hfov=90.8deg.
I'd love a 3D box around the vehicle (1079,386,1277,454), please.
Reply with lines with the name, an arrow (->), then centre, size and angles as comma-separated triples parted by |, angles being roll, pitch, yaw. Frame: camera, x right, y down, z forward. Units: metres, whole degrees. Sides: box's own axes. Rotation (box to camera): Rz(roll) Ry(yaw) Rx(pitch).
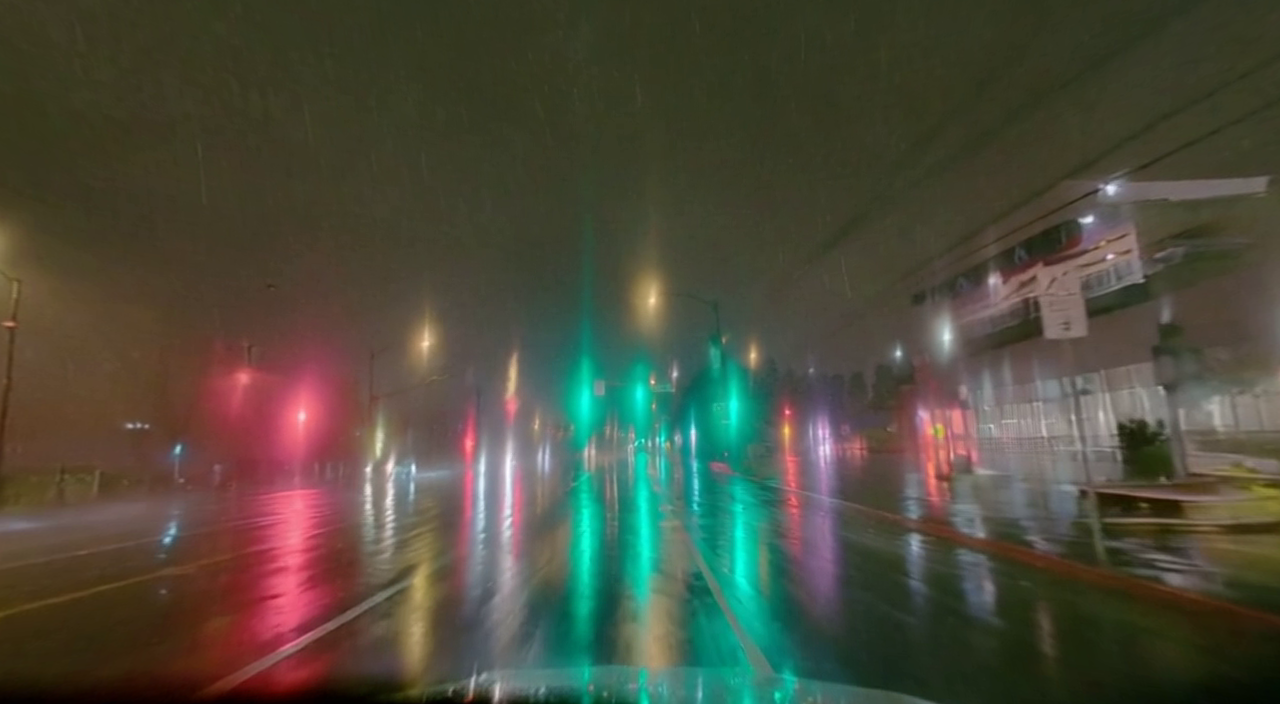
vehicle -> 15.145, 2.067, 18.264 | 1.958, 1.677, 4.860 | -1, -9, 8

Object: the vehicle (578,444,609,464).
vehicle -> -3.539, 7.804, 48.449 | 1.962, 1.420, 4.021 | 0, -9, 1

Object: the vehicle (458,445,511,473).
vehicle -> -9.483, 6.551, 38.817 | 2.010, 1.615, 4.536 | 0, -9, 1

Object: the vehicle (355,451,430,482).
vehicle -> -12.820, 5.937, 33.105 | 1.949, 1.481, 4.746 | 0, -9, 1
